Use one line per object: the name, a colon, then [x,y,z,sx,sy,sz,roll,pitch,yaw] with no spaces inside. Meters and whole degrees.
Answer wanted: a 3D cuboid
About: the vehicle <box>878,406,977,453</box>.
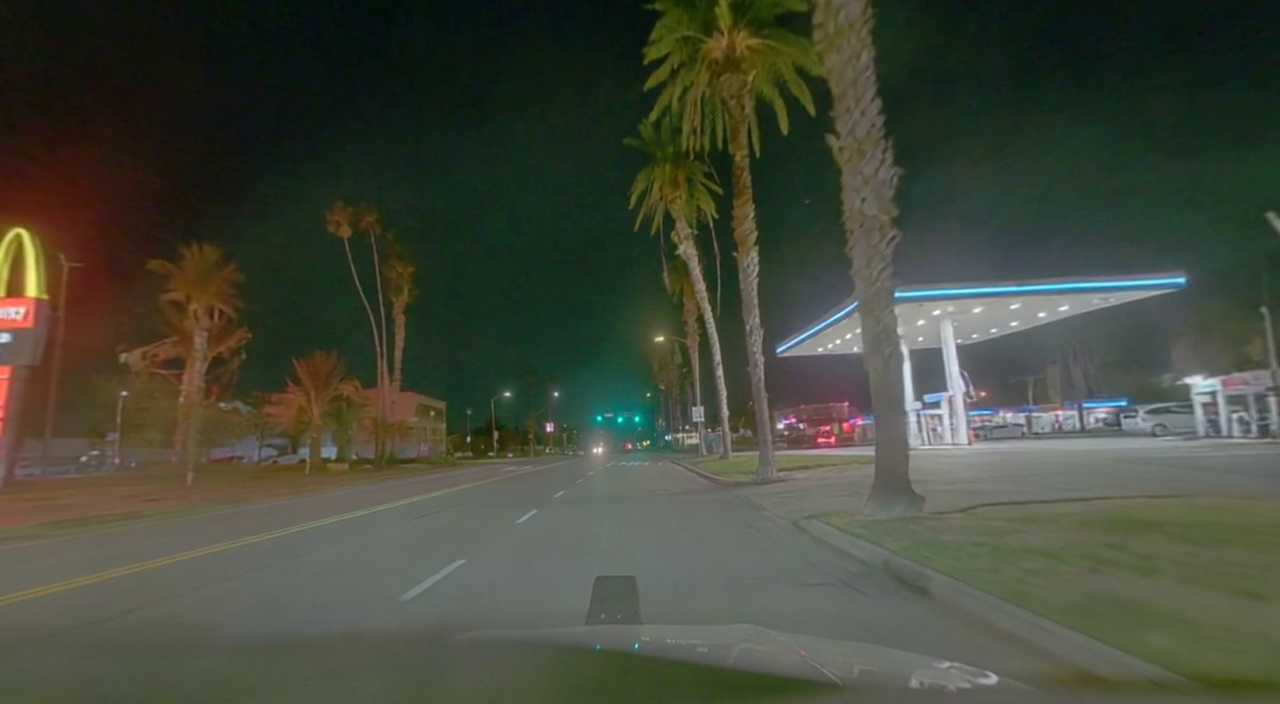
vehicle: [16.004,4.358,34.976,5.529,2.395,2.399,6,-10,-35]
